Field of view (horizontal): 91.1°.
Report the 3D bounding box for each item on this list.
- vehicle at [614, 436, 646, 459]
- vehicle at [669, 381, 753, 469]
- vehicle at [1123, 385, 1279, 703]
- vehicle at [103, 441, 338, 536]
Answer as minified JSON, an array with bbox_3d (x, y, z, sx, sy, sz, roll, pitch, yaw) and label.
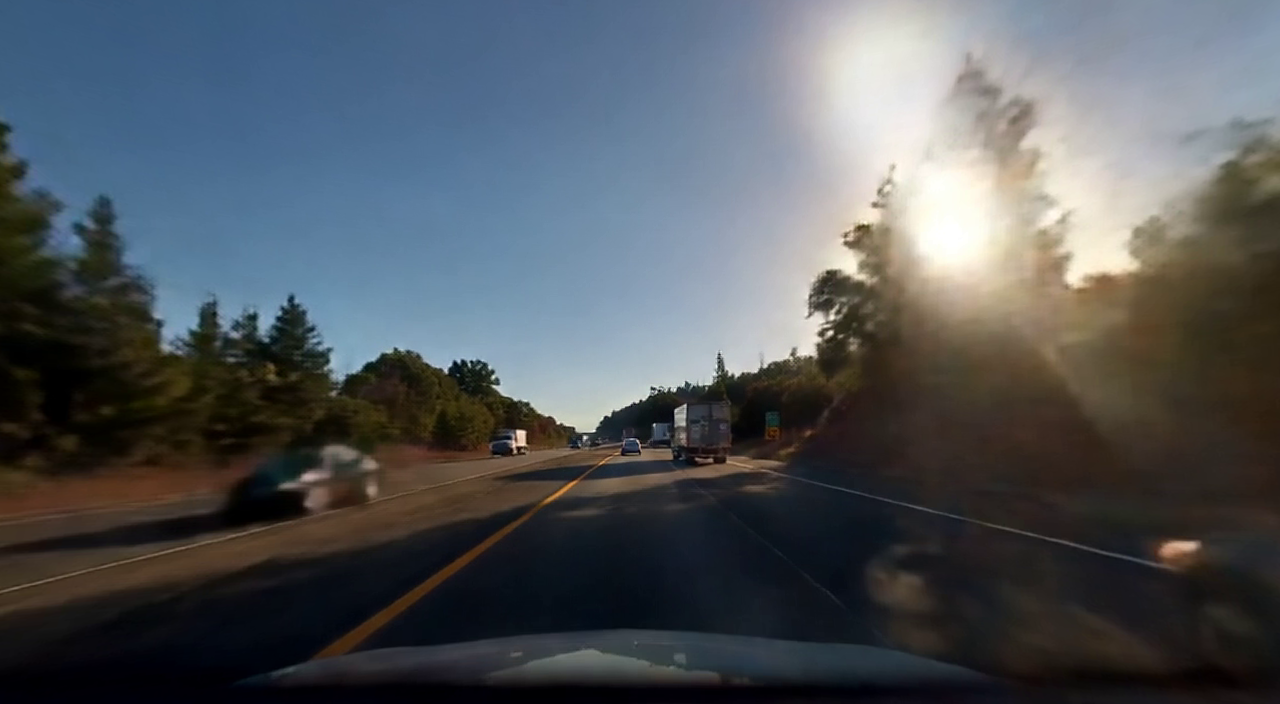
[{"bbox_3d":[-0.746,6.933,45.946,2.192,1.623,4.887,0,-8,-1],"label":"vehicle"},{"bbox_3d":[3.552,4.223,35.524,2.919,4.004,13.911,0,-8,-1],"label":"vehicle"},{"bbox_3d":[3.835,0.733,1.383,2.072,1.534,4.300,0,-8,-1],"label":"vehicle"},{"bbox_3d":[-7.941,2.554,12.493,1.862,1.525,4.059,0,-8,0],"label":"vehicle"}]
